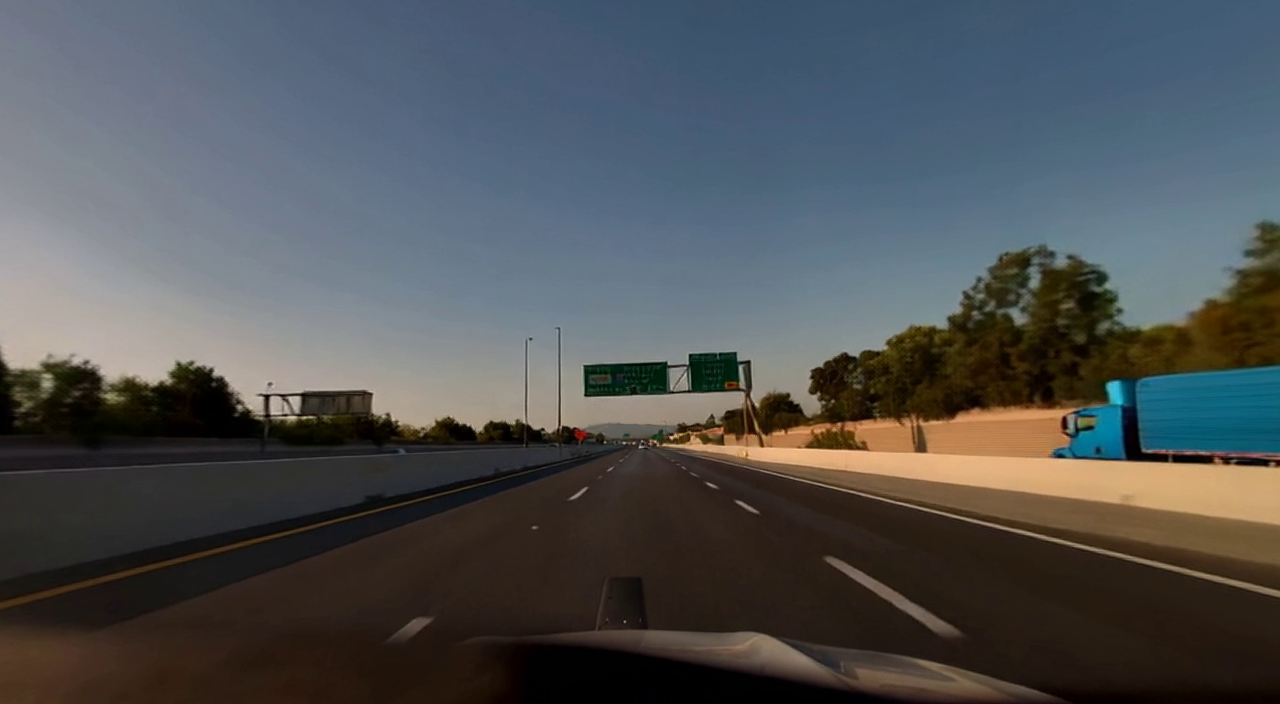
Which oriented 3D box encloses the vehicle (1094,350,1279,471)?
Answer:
[{"bbox_3d":[23.300,1.851,20.365,2.836,4.027,14.280,4,-9,-23],"label":"vehicle"}]
